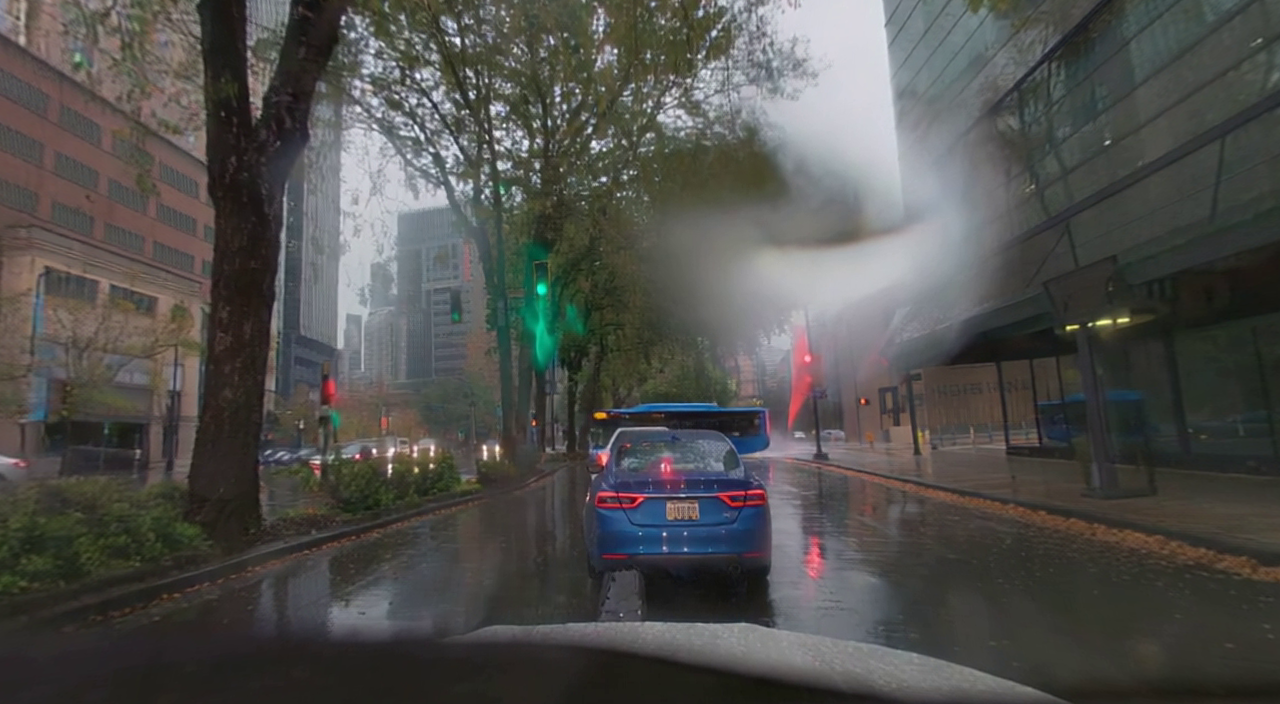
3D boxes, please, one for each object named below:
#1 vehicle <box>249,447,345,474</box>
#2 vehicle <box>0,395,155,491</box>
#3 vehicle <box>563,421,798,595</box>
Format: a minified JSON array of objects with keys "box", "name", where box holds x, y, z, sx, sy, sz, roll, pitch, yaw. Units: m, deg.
[{"box":[-20.289,6.387,37.605,1.883,1.461,4.830,-4,-9,23],"name":"vehicle"},{"box":[-25.931,3.653,25.337,2.692,3.685,10.153,-3,-9,20],"name":"vehicle"},{"box":[0.383,1.625,7.386,2.006,1.470,3.799,0,-8,1],"name":"vehicle"}]
